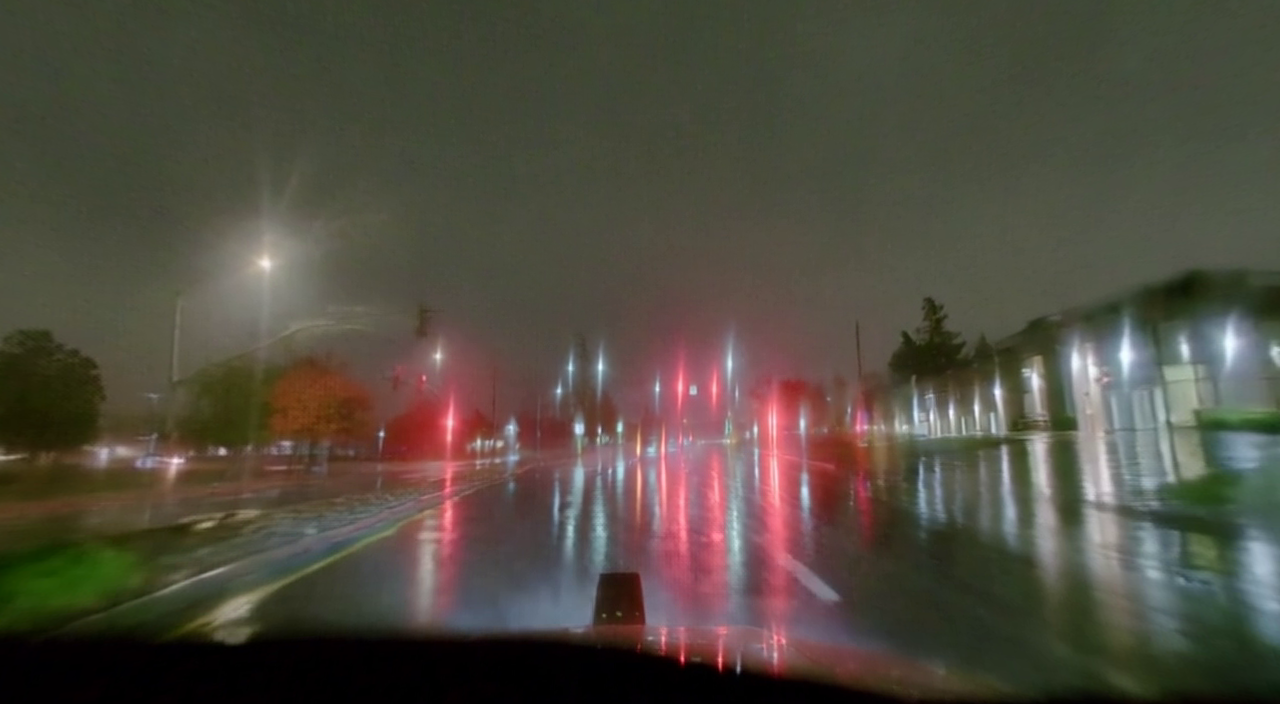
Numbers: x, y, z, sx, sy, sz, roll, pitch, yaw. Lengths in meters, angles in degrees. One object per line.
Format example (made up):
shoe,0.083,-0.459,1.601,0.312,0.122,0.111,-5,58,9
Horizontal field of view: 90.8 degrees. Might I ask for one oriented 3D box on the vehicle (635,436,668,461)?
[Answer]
vehicle,0.848,6.551,43.020,2.037,1.568,3.693,-1,-8,4
